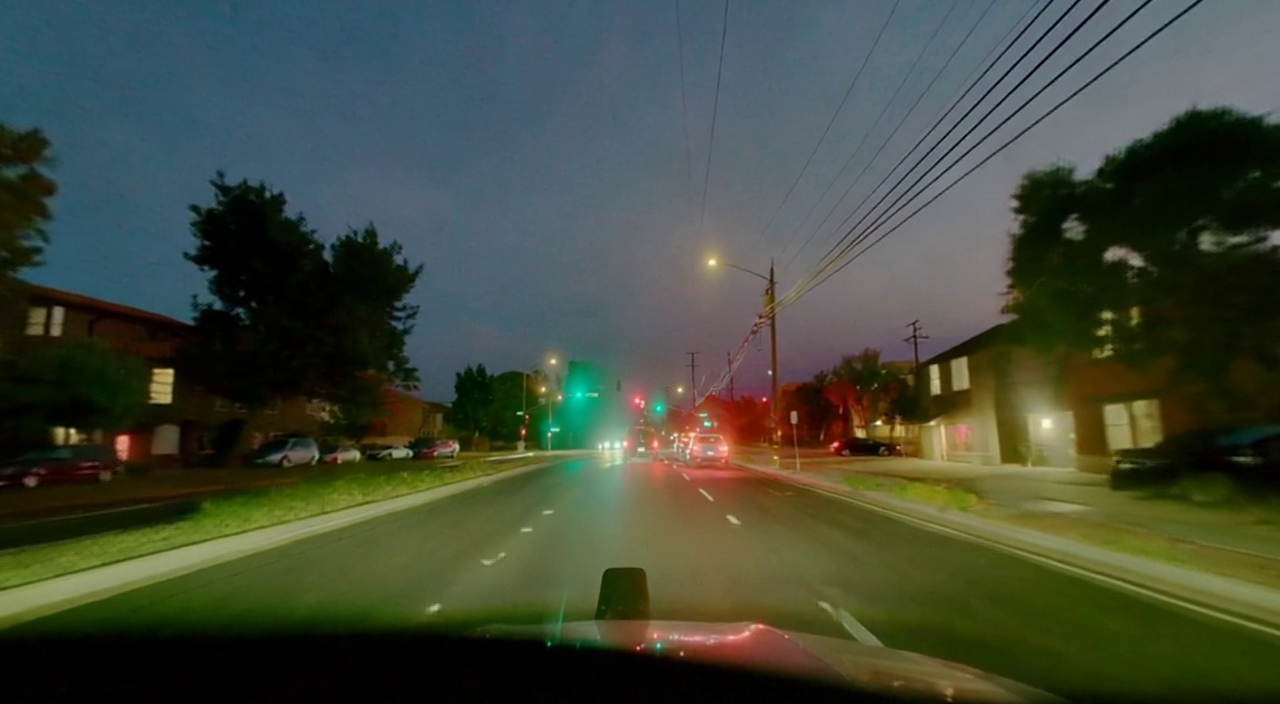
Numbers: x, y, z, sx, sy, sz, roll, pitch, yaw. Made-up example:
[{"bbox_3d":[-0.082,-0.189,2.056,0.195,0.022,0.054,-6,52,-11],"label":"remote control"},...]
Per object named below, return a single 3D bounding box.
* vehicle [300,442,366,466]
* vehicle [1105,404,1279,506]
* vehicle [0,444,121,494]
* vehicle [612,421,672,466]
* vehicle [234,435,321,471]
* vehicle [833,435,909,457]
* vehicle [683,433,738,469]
[{"bbox_3d":[-19.875,6.596,41.019,1.866,1.471,4.770,0,-8,1],"label":"vehicle"},{"bbox_3d":[12.557,2.093,12.917,4.412,1.878,2.048,1,-8,-1],"label":"vehicle"},{"bbox_3d":[-20.489,3.880,21.311,1.865,1.506,4.706,0,-8,0],"label":"vehicle"},{"bbox_3d":[0.110,4.643,32.037,2.769,2.087,5.130,0,-8,0],"label":"vehicle"},{"bbox_3d":[-20.126,5.605,35.237,2.046,1.874,4.448,0,-8,2],"label":"vehicle"},{"bbox_3d":[16.483,6.744,45.192,4.671,1.495,1.900,0,-8,3],"label":"vehicle"},{"bbox_3d":[3.148,4.541,28.944,2.002,1.511,4.124,0,-8,0],"label":"vehicle"}]
